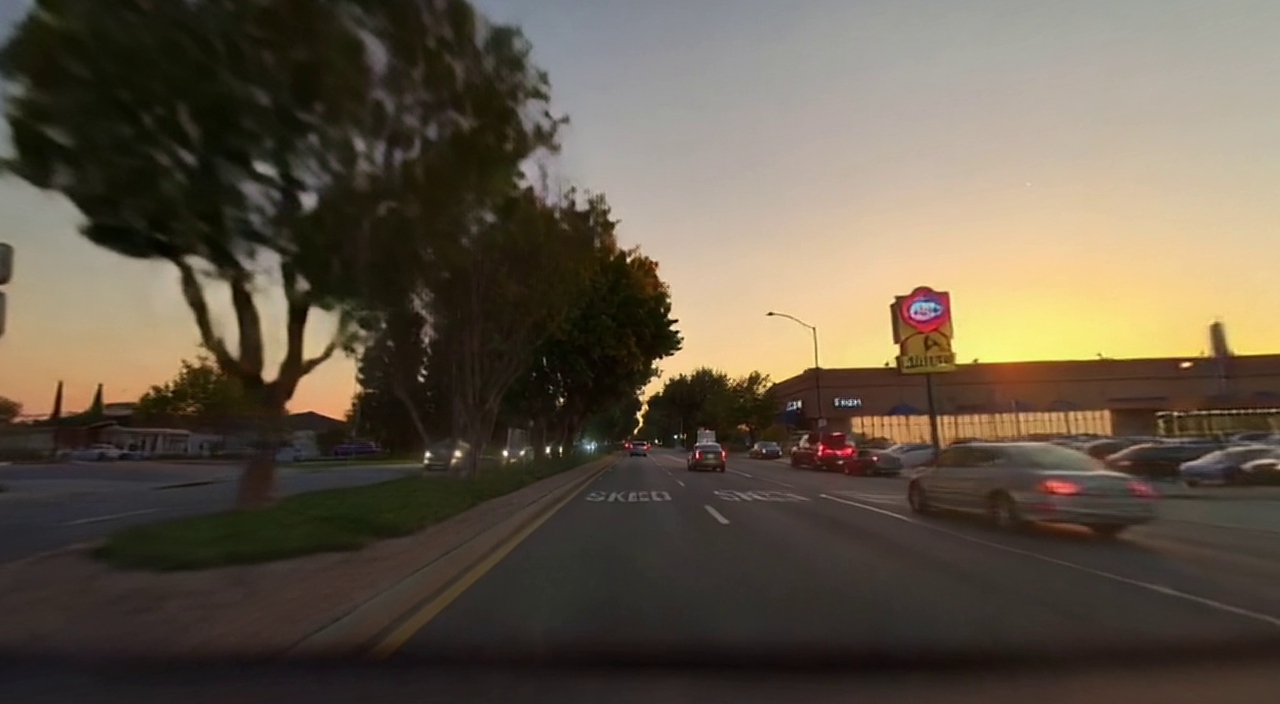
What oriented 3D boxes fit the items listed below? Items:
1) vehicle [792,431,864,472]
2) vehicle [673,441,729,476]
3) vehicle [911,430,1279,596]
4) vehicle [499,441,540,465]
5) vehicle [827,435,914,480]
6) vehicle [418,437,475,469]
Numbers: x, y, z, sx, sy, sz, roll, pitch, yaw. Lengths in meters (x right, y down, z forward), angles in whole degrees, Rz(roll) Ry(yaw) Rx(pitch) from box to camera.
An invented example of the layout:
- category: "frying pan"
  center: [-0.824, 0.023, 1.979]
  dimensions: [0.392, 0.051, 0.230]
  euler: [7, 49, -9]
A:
- category: "vehicle"
  center: [10.344, 5.534, 35.338]
  dimensions: [2.154, 2.099, 5.756]
  euler: [0, -8, -1]
- category: "vehicle"
  center: [2.769, 4.951, 29.668]
  dimensions: [2.099, 1.463, 4.365]
  euler: [0, -8, -1]
- category: "vehicle"
  center: [5.876, 1.827, 8.275]
  dimensions: [2.072, 1.491, 4.753]
  euler: [1, -8, -7]
- category: "vehicle"
  center: [-8.612, 7.234, 45.434]
  dimensions: [2.023, 1.579, 4.526]
  euler: [0, -8, 1]
- category: "vehicle"
  center: [10.334, 4.756, 28.821]
  dimensions: [2.045, 1.831, 5.000]
  euler: [0, -8, 0]
- category: "vehicle"
  center: [-11.864, 6.224, 39.057]
  dimensions: [2.040, 1.823, 4.600]
  euler: [0, -8, 0]
